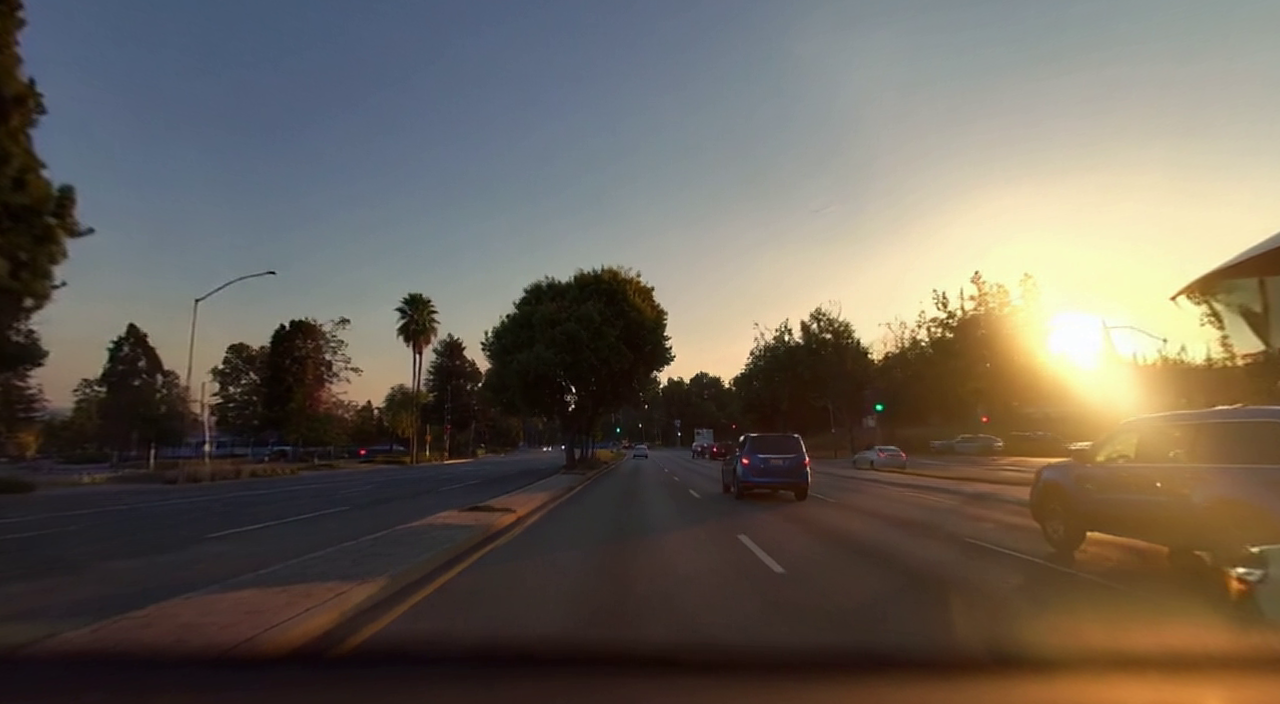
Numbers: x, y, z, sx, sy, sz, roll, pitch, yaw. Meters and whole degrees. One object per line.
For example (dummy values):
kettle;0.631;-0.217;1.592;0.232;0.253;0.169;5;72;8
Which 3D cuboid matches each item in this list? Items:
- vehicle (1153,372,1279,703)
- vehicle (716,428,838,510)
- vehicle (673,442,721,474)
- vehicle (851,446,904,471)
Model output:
vehicle;3.165;0.563;0.105;1.932;1.547;4.992;1;-8;0
vehicle;3.168;2.795;15.528;2.075;1.698;4.142;1;-8;0
vehicle;2.832;5.336;32.085;1.980;1.484;4.093;1;-8;-1
vehicle;15.392;6.893;40.970;1.815;1.493;4.135;1;-8;0
